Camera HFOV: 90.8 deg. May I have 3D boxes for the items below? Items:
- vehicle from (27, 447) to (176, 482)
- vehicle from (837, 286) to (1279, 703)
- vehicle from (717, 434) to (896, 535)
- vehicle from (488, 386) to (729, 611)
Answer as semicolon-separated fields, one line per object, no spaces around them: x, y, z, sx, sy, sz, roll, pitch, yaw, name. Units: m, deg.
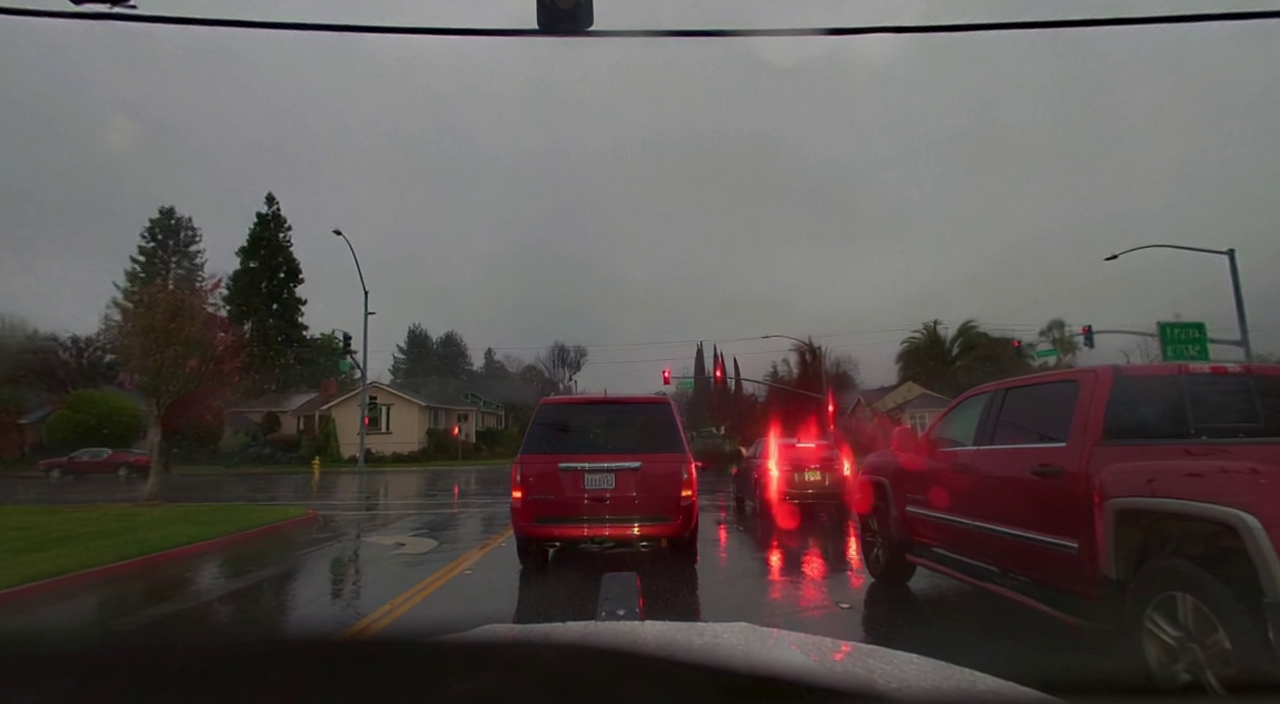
-22.923;4.783;27.059;4.533;1.350;1.714;0;-8;-9;vehicle
2.978;0.977;3.796;1.886;1.849;5.070;0;-8;-1;vehicle
2.716;2.266;11.528;1.952;1.465;4.421;0;-8;-1;vehicle
-0.256;1.408;6.805;1.915;1.780;3.379;0;-8;0;vehicle
